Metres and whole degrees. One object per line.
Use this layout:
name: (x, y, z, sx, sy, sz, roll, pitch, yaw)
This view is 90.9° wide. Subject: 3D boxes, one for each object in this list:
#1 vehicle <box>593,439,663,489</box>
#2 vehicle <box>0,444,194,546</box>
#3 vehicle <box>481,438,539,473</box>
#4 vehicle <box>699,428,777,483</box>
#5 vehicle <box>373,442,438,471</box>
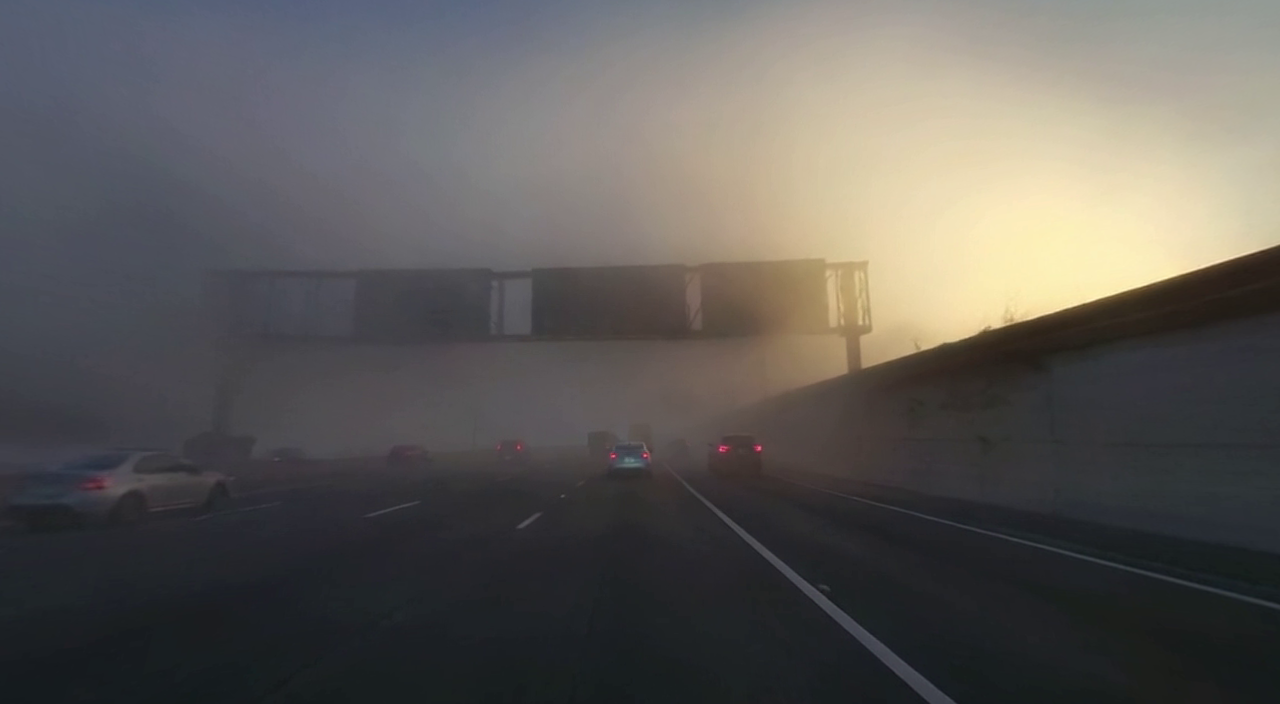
vehicle: (-0.334, 3.635, 20.760, 2.042, 1.446, 4.269, 0, -8, 0)
vehicle: (-10.554, 2.429, 11.310, 1.961, 1.510, 4.260, 0, -8, 0)
vehicle: (-6.726, 5.397, 33.084, 2.060, 1.669, 4.242, 0, -8, 1)
vehicle: (3.383, 3.680, 22.669, 2.001, 1.771, 4.250, 0, -8, -1)
vehicle: (-14.271, 6.377, 38.750, 2.055, 1.628, 4.898, 0, -8, 1)
